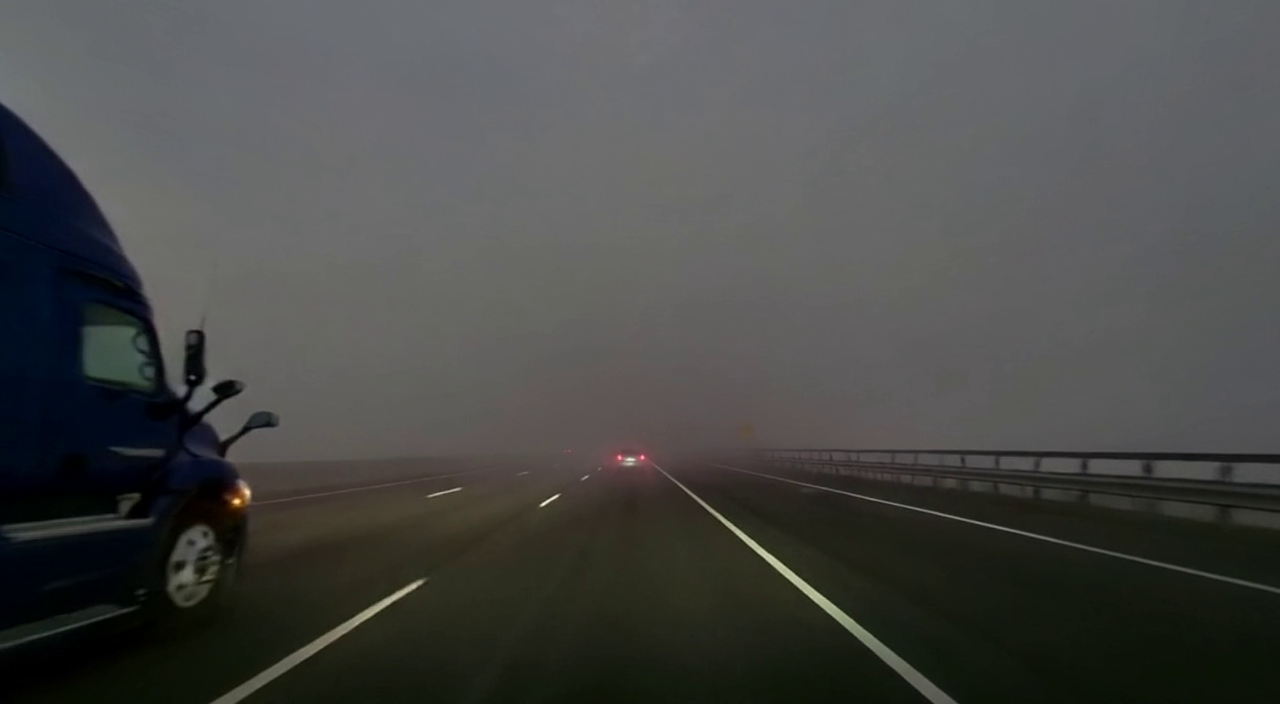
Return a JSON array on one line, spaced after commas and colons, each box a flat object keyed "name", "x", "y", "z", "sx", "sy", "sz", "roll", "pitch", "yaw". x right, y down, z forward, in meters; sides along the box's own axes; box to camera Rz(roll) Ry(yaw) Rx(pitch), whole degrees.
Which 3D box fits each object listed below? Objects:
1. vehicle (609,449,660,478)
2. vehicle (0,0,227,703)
[{"name": "vehicle", "x": -0.324, "y": 5.692, "z": 32.315, "sx": 2.398, "sy": 1.336, "sz": 5.698, "roll": 0, "pitch": -9, "yaw": -1}, {"name": "vehicle", "x": -4.160, "y": -0.095, "z": 2.583, "sx": 3.036, "sy": 3.291, "sz": 2.419, "roll": 0, "pitch": -9, "yaw": -2}]
